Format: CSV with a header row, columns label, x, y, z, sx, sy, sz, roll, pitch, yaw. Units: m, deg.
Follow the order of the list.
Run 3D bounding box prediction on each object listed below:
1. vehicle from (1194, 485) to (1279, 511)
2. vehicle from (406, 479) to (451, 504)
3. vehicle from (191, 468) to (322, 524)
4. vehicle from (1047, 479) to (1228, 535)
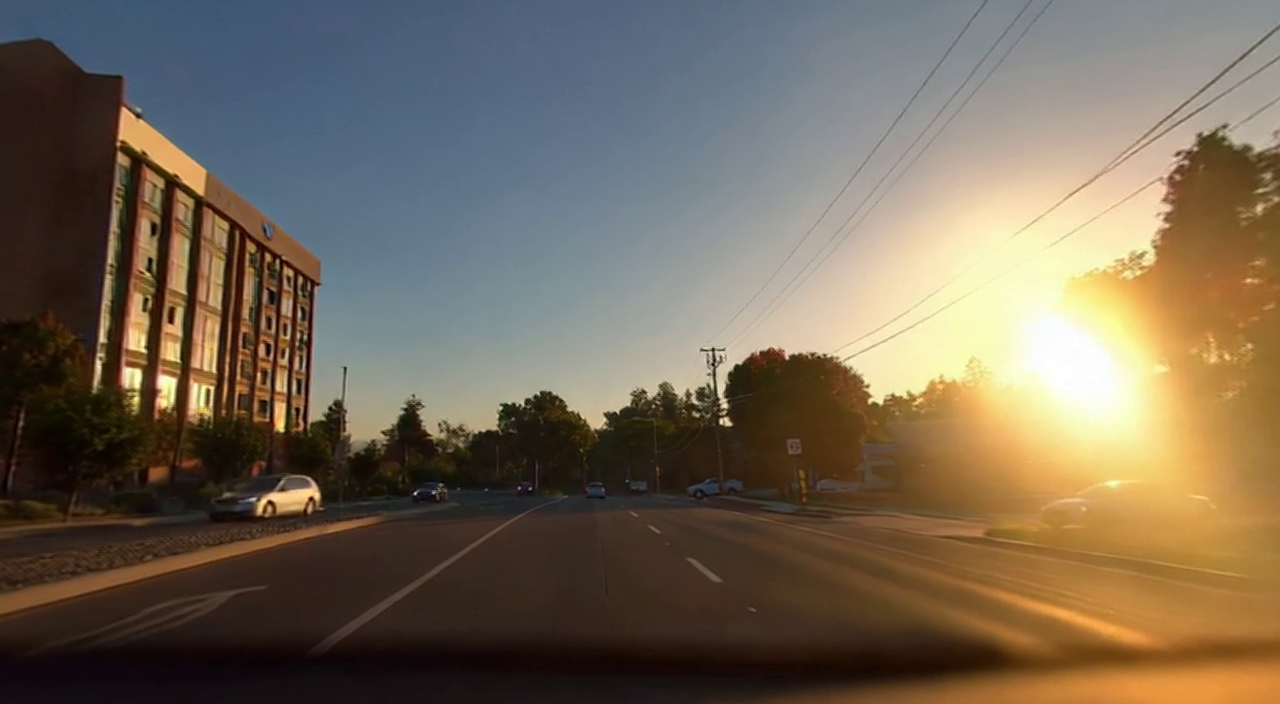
label,x,y,z,sx,sy,sz,roll,pitch,yaw
vehicle,43.181,10.502,45.415,1.803,1.498,4.568,1,-9,-3
vehicle,-15.400,10.139,45.913,1.941,1.511,4.348,1,-9,-3
vehicle,-13.214,4.948,21.998,2.060,1.618,4.203,1,-9,-3
vehicle,15.603,4.919,19.867,4.030,1.483,1.859,-2,-15,-3
